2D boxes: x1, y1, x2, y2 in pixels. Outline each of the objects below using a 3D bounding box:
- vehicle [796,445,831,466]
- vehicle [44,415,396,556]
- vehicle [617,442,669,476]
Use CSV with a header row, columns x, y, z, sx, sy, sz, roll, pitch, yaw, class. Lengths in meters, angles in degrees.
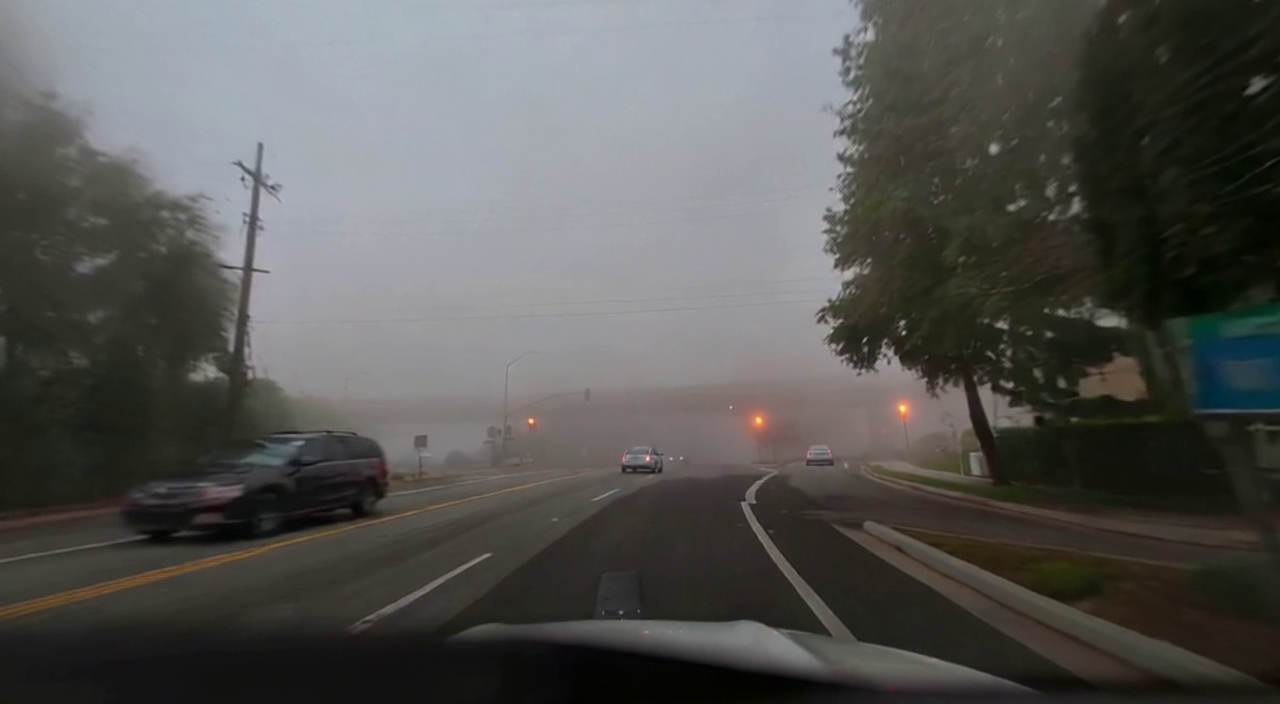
x,y,z,sx,sy,sz,roll,pitch,yaw,class
12.917,7.669,46.902,2.058,1.475,4.587,-2,-9,20,vehicle
-6.850,2.235,11.458,2.177,1.871,5.550,0,-9,5,vehicle
0.221,5.388,31.925,1.997,1.542,4.202,0,-9,9,vehicle
